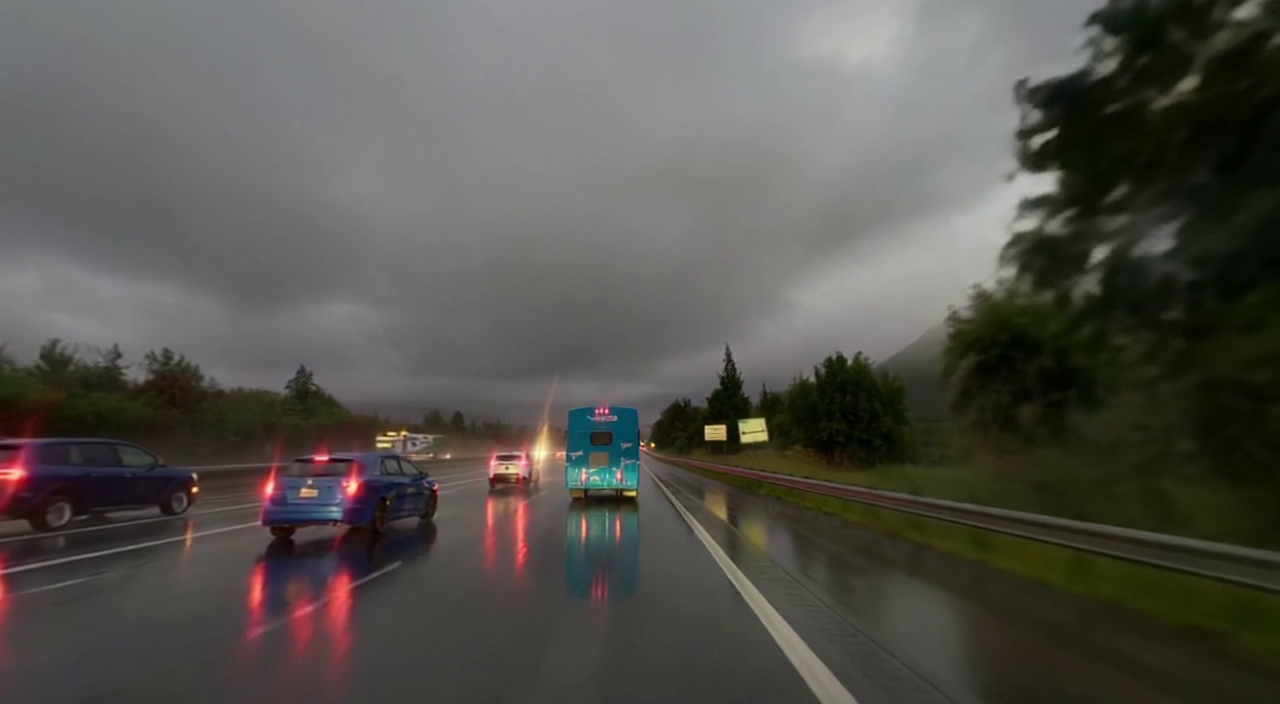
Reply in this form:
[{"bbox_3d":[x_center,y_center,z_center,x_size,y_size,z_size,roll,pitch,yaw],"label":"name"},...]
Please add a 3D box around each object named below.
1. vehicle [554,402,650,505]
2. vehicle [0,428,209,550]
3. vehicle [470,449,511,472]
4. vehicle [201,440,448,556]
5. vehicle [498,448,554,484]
[{"bbox_3d":[-1.008,2.945,18.443,2.394,2.556,5.232,0,-9,-1],"label":"vehicle"},{"bbox_3d":[-9.627,2.147,10.365,2.010,1.621,4.252,0,-9,0],"label":"vehicle"},{"bbox_3d":[-10.133,7.404,42.920,1.886,1.462,4.084,0,-9,-1],"label":"vehicle"},{"bbox_3d":[-4.641,2.175,10.074,1.876,1.438,4.072,0,-9,-1],"label":"vehicle"},{"bbox_3d":[-5.017,5.041,28.123,1.872,1.480,3.545,0,-9,-1],"label":"vehicle"}]
